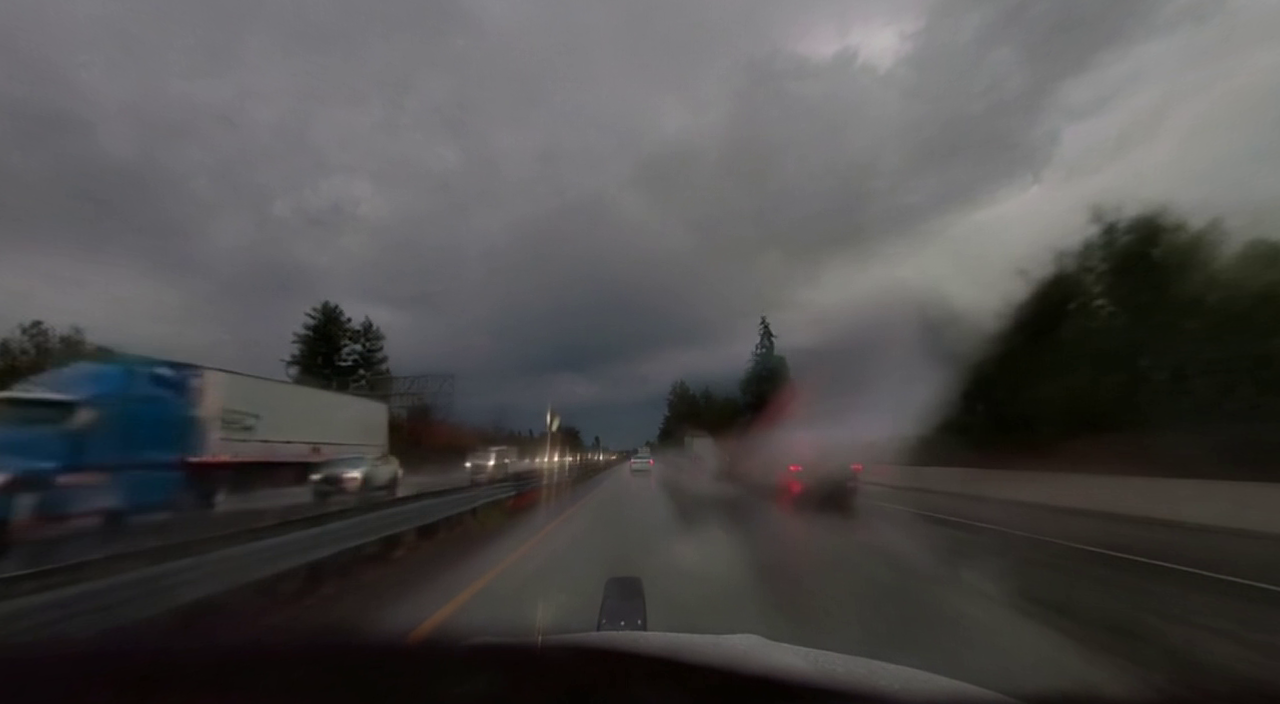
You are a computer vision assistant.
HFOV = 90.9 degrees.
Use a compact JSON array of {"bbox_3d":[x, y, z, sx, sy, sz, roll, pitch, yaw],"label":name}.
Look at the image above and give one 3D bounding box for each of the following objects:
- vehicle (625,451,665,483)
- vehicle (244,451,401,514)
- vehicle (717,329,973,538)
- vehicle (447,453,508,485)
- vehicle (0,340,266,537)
[{"bbox_3d":[0.233,5.827,32.212,1.939,1.495,3.612,0,-9,0],"label":"vehicle"},{"bbox_3d":[-8.420,3.475,17.297,2.005,1.472,4.461,0,-9,0],"label":"vehicle"},{"bbox_3d":[4.325,2.345,17.210,2.885,3.679,12.102,0,-9,0],"label":"vehicle"},{"bbox_3d":[-8.293,5.998,32.533,2.012,1.487,4.378,0,-9,0],"label":"vehicle"},{"bbox_3d":[-12.838,2.194,15.855,2.987,3.993,5.925,0,-9,0],"label":"vehicle"}]
